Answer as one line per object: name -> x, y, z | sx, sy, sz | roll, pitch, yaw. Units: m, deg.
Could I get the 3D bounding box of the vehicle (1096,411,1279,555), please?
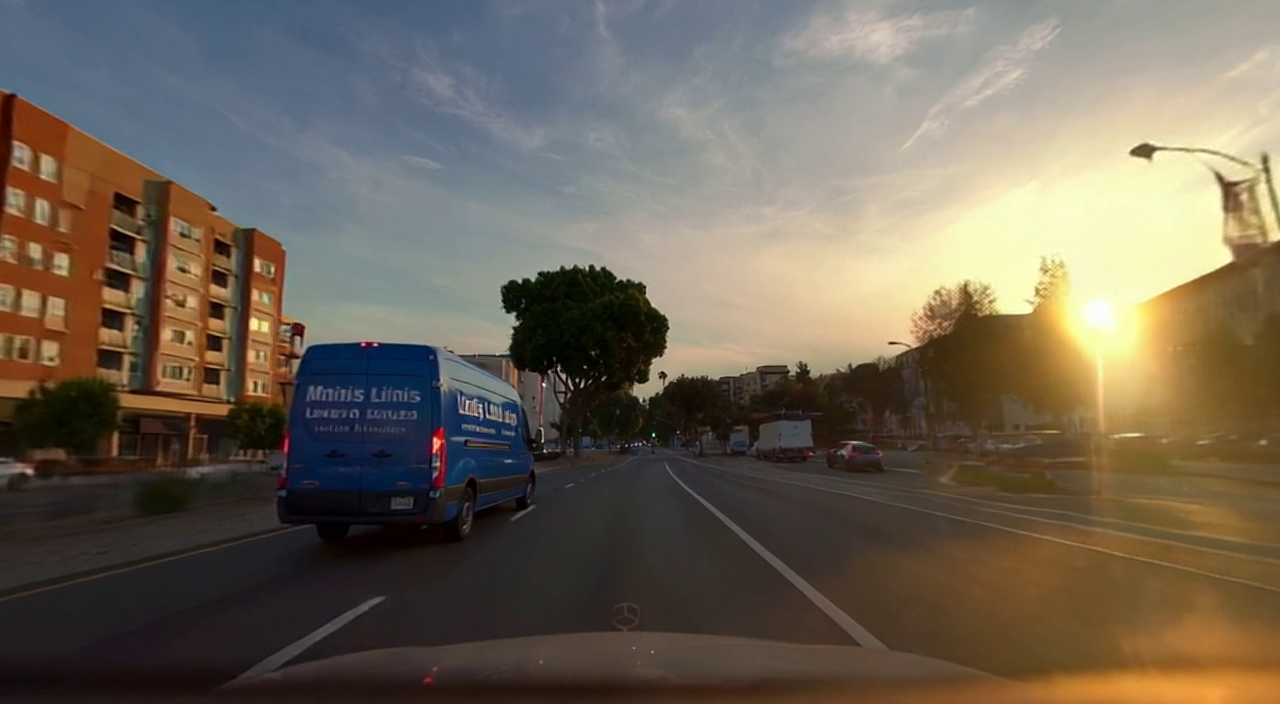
vehicle -> 8.963, 1.737, 8.727 | 2.085, 1.762, 4.198 | -3, -10, 0

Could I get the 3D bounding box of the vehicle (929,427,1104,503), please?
vehicle -> 9.261, 2.795, 16.017 | 1.814, 1.646, 4.133 | 0, -8, -1

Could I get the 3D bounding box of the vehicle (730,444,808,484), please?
vehicle -> 5.040, 4.433, 25.485 | 2.127, 1.439, 5.034 | 0, -8, 1

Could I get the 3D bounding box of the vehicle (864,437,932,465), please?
vehicle -> 16.645, 6.348, 40.674 | 4.698, 1.726, 2.046 | 7, -11, -41

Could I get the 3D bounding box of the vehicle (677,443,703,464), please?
vehicle -> 3.863, 7.811, 48.956 | 1.878, 1.534, 4.120 | -1, -8, 4

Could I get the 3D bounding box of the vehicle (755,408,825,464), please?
vehicle -> 9.501, 5.486, 40.916 | 2.882, 3.208, 7.609 | -1, -8, 2

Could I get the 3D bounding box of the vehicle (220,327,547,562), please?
vehicle -> -3.789, 1.692, 11.836 | 2.763, 2.974, 7.562 | -1, -8, 2

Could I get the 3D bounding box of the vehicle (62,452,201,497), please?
vehicle -> -19.696, 4.733, 24.768 | 1.819, 1.526, 4.329 | 0, -8, 0
